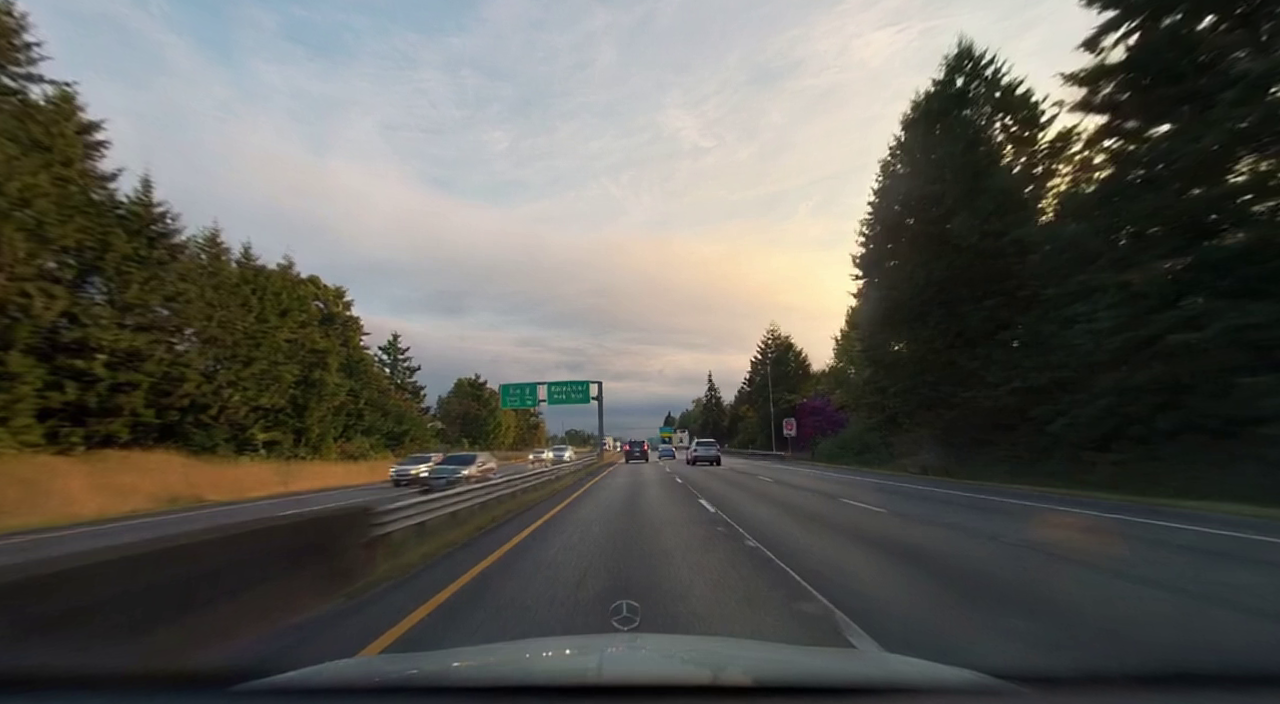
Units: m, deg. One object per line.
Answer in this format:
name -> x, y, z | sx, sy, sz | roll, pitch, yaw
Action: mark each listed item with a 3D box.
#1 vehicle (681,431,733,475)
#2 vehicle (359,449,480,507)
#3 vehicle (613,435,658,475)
vehicle -> 3.268, 5.070, 31.640 | 1.981, 1.984, 4.623 | 0, -9, -2
vehicle -> -6.602, 3.801, 19.482 | 2.057, 1.543, 4.722 | 0, -9, 0
vehicle -> -0.216, 5.426, 33.247 | 2.192, 1.912, 4.524 | 0, -9, 0
